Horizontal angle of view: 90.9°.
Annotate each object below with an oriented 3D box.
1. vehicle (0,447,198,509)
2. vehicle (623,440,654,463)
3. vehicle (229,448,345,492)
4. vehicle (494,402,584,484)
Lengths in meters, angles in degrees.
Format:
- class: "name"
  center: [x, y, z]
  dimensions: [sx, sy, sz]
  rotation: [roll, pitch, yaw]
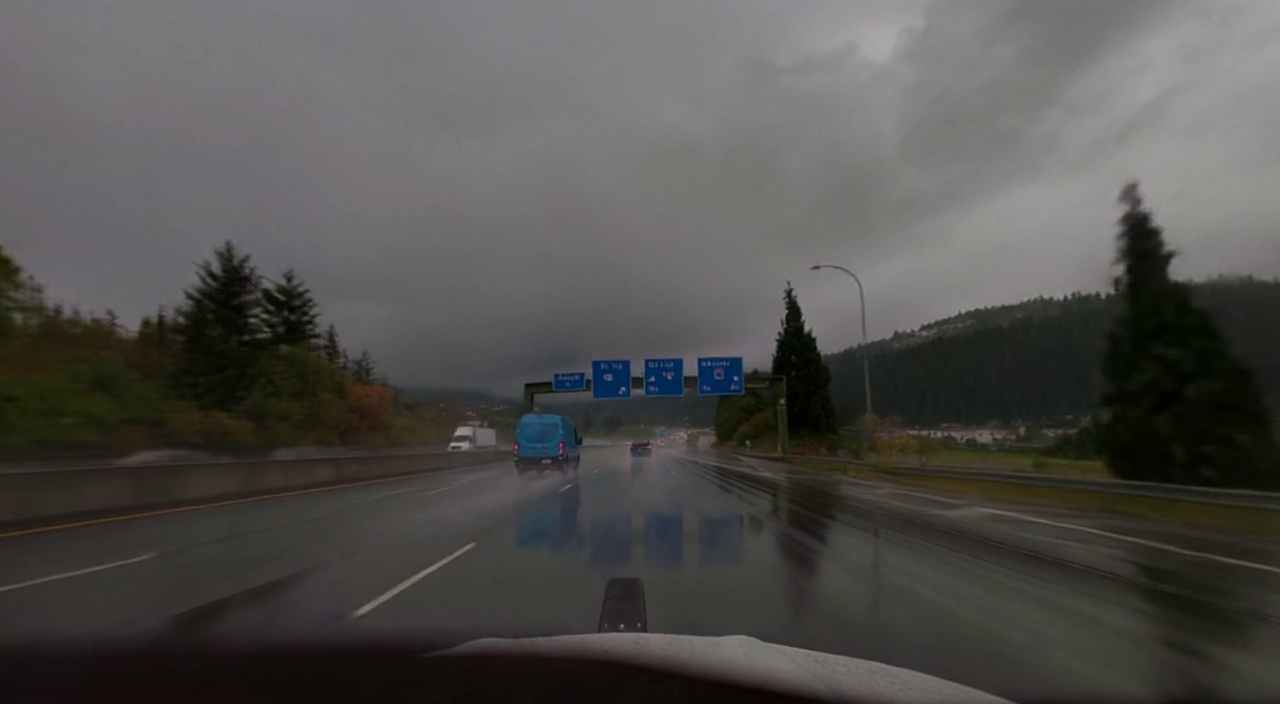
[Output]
- class: "vehicle"
  center: [-16.145, 3.706, 19.139]
  dimensions: [1.955, 1.643, 4.652]
  rotation: [0, -9, 1]
- class: "vehicle"
  center: [-0.103, 7.410, 46.956]
  dimensions: [2.183, 1.662, 3.968]
  rotation: [0, -9, 0]
- class: "vehicle"
  center: [-12.397, 4.138, 22.456]
  dimensions: [1.794, 1.423, 3.910]
  rotation: [0, -9, 1]
- class: "vehicle"
  center: [-3.648, 3.500, 24.169]
  dimensions: [2.382, 2.736, 5.982]
  rotation: [0, -9, 0]
